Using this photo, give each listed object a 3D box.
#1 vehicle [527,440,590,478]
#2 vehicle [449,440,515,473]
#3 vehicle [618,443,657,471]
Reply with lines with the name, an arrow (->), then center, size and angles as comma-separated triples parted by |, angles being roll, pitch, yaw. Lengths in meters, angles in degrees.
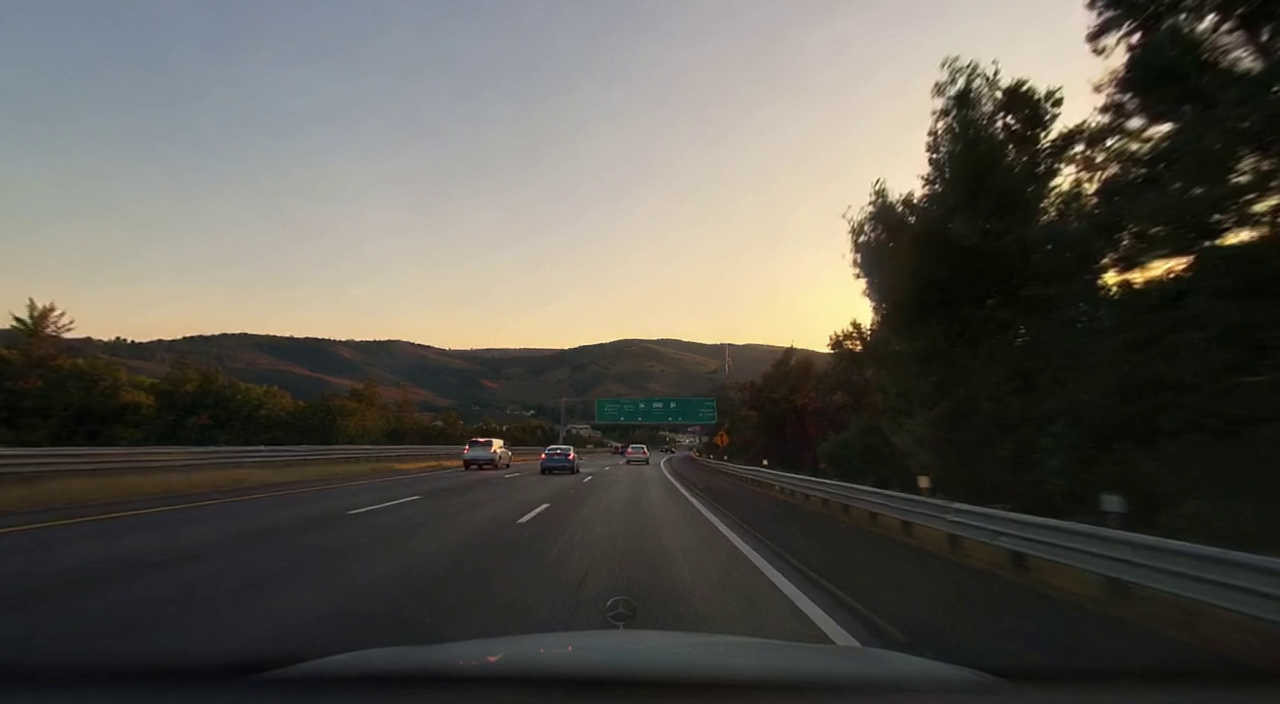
vehicle -> -3.617, 4.857, 28.794 | 2.129, 1.563, 4.387 | 0, -9, 2
vehicle -> -7.788, 5.209, 31.516 | 2.002, 1.543, 4.466 | 0, -9, 2
vehicle -> -0.120, 6.085, 36.605 | 2.129, 1.502, 4.321 | 0, -9, 1
